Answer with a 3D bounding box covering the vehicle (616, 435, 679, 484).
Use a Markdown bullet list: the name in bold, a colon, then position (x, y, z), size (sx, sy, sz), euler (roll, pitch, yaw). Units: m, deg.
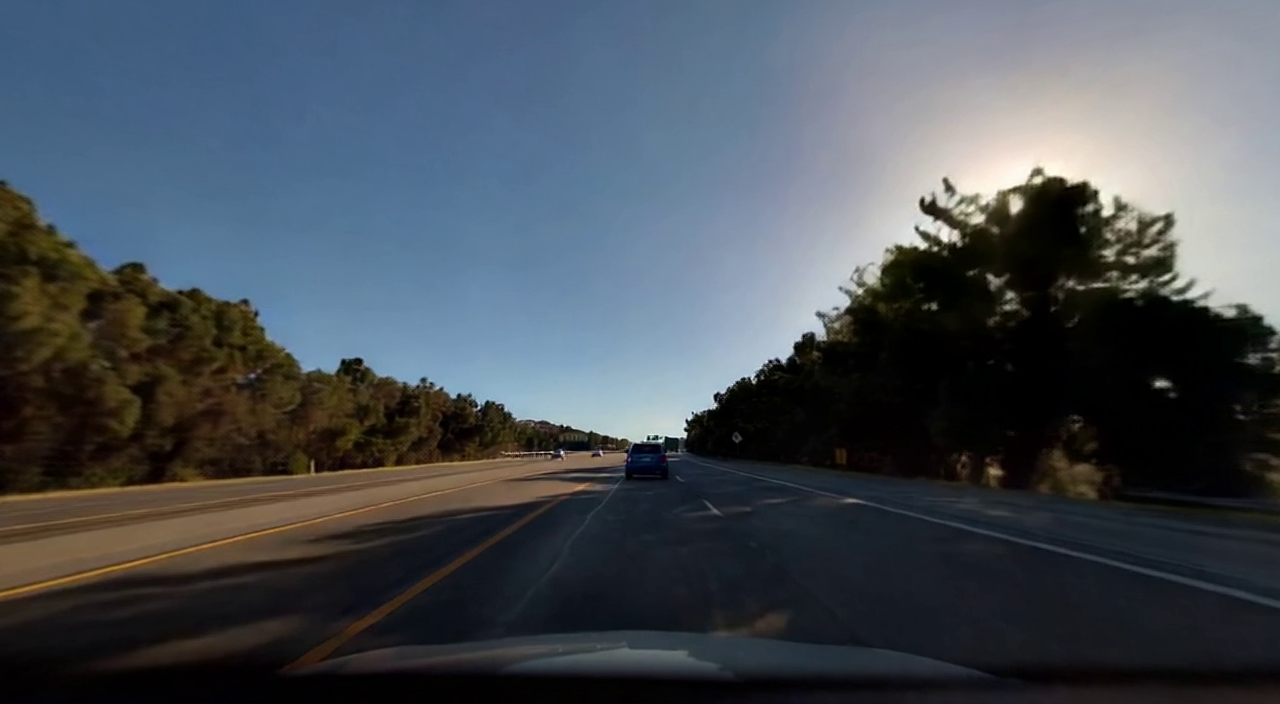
- **vehicle**: position (0.286, 4.063, 24.038), size (2.190, 1.706, 4.062), euler (0, -9, 1)
